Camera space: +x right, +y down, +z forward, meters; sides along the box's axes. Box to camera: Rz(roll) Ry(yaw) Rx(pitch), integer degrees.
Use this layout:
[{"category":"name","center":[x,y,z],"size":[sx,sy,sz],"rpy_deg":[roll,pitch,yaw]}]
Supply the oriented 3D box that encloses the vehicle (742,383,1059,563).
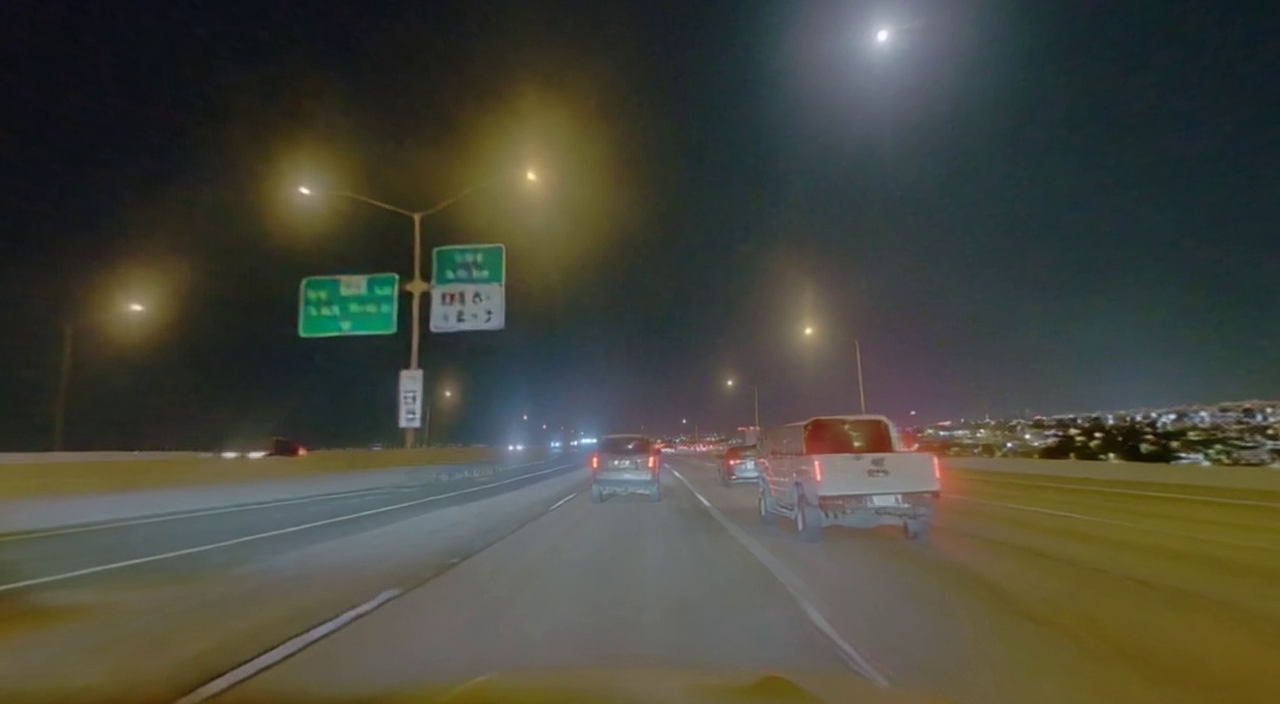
[{"category":"vehicle","center":[3.475,1.827,10.222],"size":[2.732,2.065,5.826],"rpy_deg":[0,-9,1]}]

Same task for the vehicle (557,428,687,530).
[{"category":"vehicle","center":[-0.240,2.369,12.304],"size":[2.099,1.640,4.134],"rpy_deg":[0,-9,2]}]

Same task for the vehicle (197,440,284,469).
[{"category":"vehicle","center":[-22.822,5.846,36.074],"size":[1.940,1.537,4.508],"rpy_deg":[0,-9,2]}]
